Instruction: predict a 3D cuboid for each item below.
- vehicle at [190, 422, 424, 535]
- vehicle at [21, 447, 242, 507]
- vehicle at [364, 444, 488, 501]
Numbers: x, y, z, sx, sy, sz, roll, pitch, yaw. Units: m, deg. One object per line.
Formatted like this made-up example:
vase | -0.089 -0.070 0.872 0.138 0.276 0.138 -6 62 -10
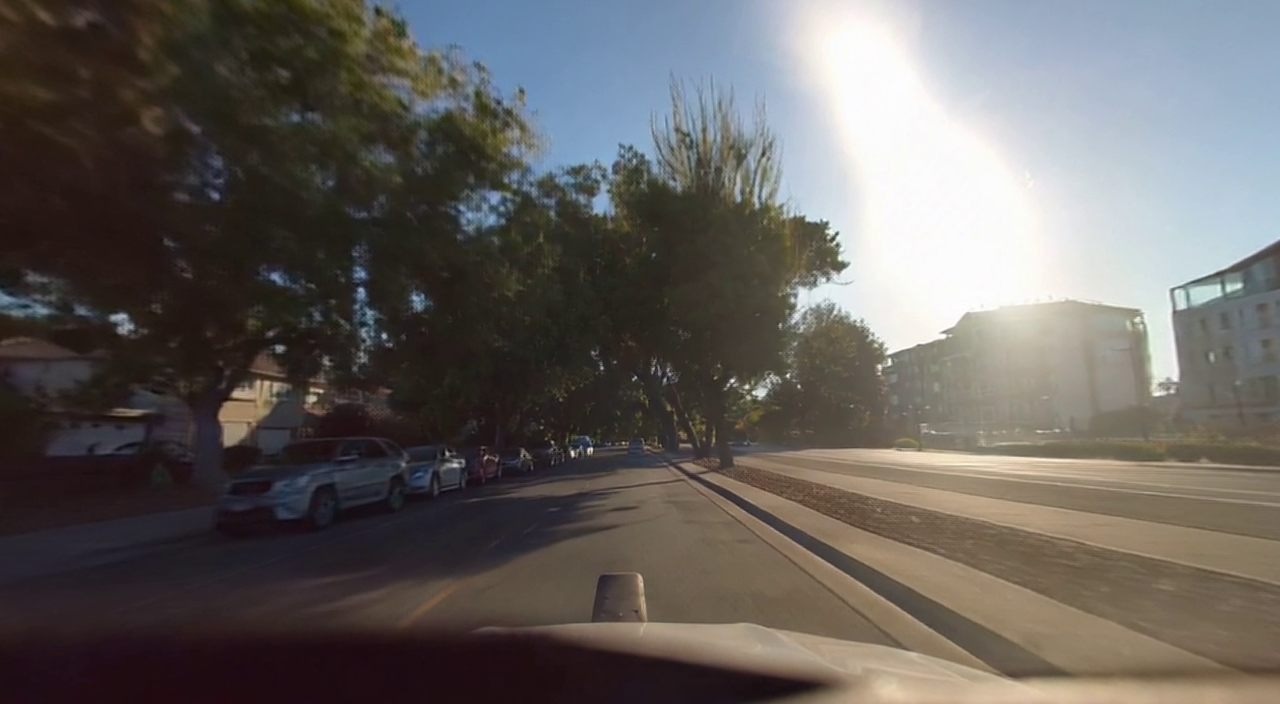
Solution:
vehicle | -6.501 2.516 13.211 2.020 1.842 5.116 1 -8 1
vehicle | -13.869 3.414 17.426 4.189 1.450 2.196 -1 -9 -1
vehicle | -6.505 3.678 19.871 2.074 1.502 5.098 0 -8 0
